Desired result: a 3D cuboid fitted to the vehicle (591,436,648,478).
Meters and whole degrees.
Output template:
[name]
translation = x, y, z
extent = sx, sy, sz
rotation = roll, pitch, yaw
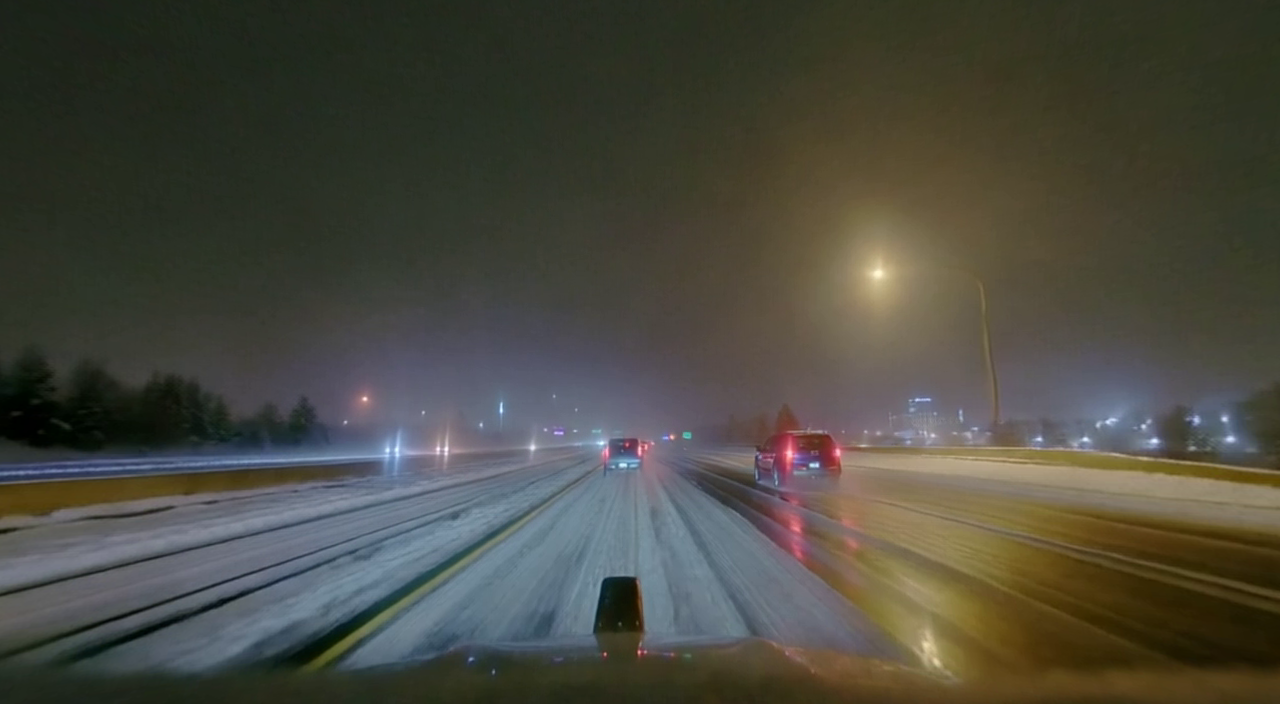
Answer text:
[vehicle]
translation = -0.775, 4.260, 25.707
extent = 2.147, 1.576, 3.964
rotation = 0, -9, 0
